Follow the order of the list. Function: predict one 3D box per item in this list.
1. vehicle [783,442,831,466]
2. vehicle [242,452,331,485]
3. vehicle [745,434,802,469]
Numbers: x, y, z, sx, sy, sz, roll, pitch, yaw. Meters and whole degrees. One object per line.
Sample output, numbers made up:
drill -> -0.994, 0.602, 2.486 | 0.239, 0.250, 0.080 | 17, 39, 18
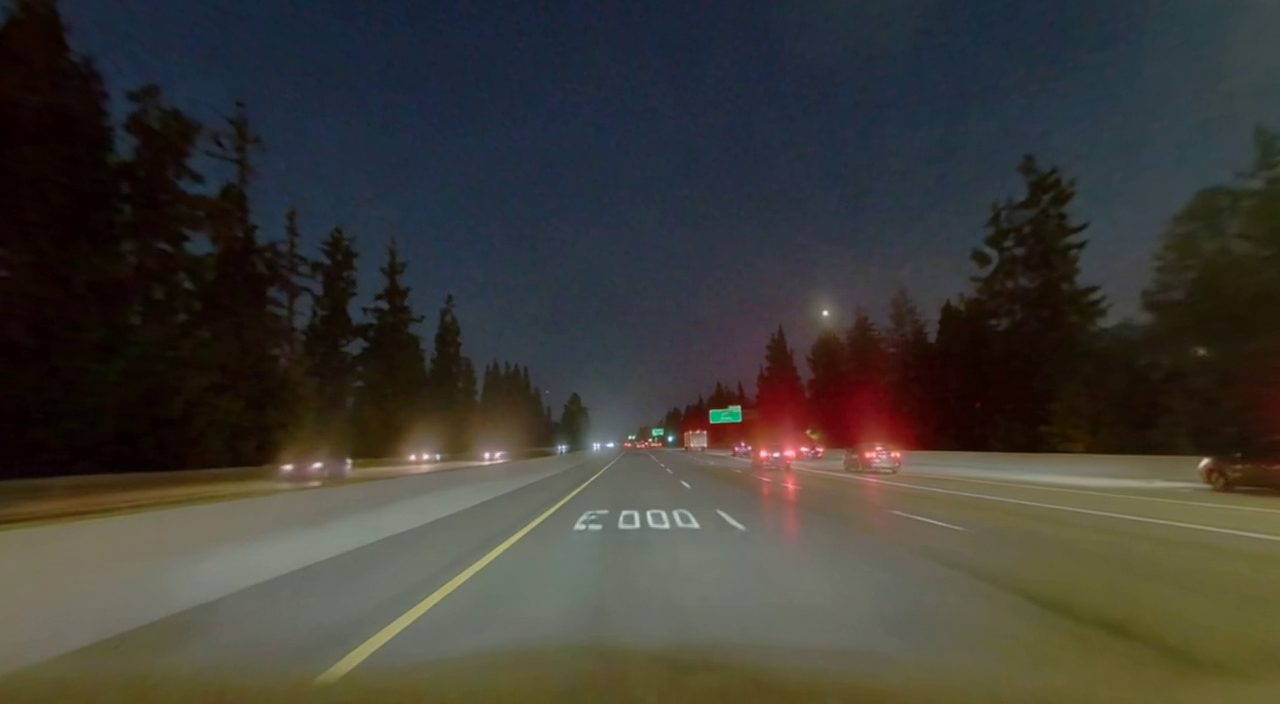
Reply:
vehicle -> 10.859, 6.684, 41.447 | 1.931, 1.479, 4.183 | 0, -9, -1
vehicle -> -17.540, 5.775, 31.655 | 1.851, 1.492, 4.531 | 0, -9, 0
vehicle -> 7.370, 5.551, 35.335 | 2.098, 1.820, 4.505 | 0, -9, -2
